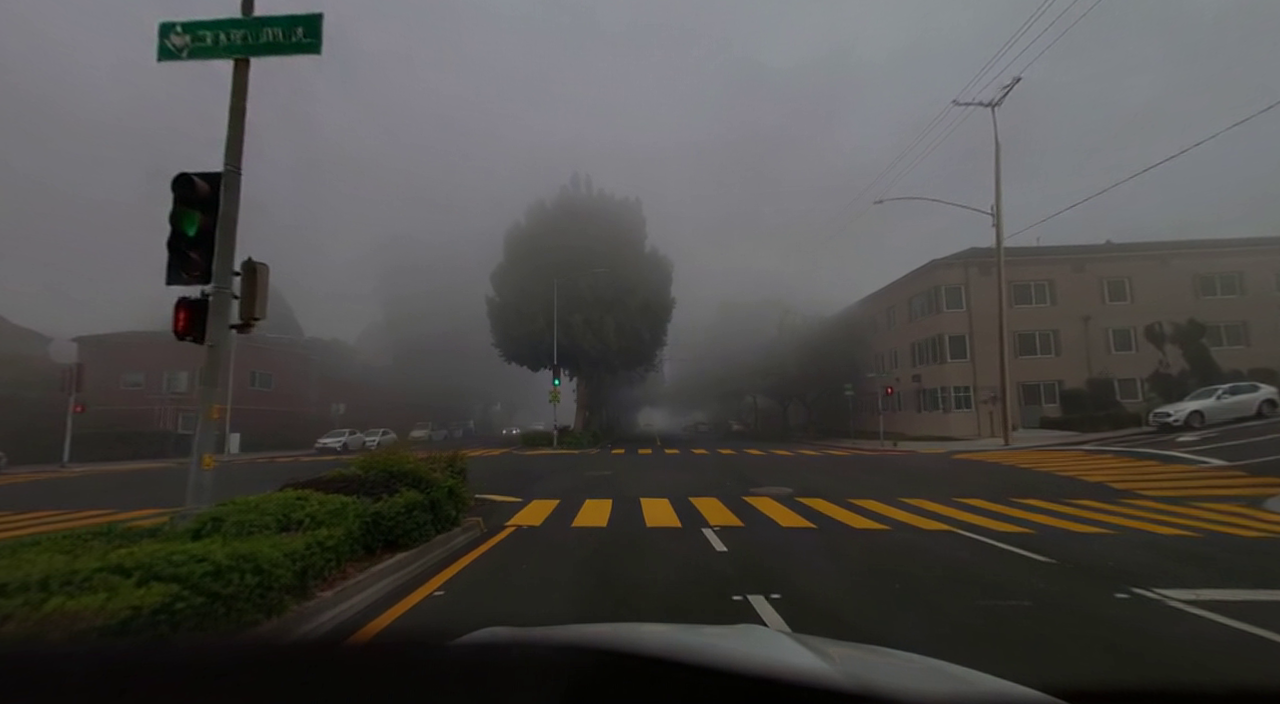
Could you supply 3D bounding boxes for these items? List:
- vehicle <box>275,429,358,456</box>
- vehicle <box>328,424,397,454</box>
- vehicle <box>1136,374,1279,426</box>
[{"bbox_3d":[-18.129,5.150,35.759,1.939,1.430,5.533,0,-9,-2],"label":"vehicle"},{"bbox_3d":[-18.342,5.826,42.094,2.225,1.871,5.189,0,-9,0],"label":"vehicle"},{"bbox_3d":[22.309,1.825,24.573,4.531,1.753,1.964,-2,-2,-5],"label":"vehicle"}]
